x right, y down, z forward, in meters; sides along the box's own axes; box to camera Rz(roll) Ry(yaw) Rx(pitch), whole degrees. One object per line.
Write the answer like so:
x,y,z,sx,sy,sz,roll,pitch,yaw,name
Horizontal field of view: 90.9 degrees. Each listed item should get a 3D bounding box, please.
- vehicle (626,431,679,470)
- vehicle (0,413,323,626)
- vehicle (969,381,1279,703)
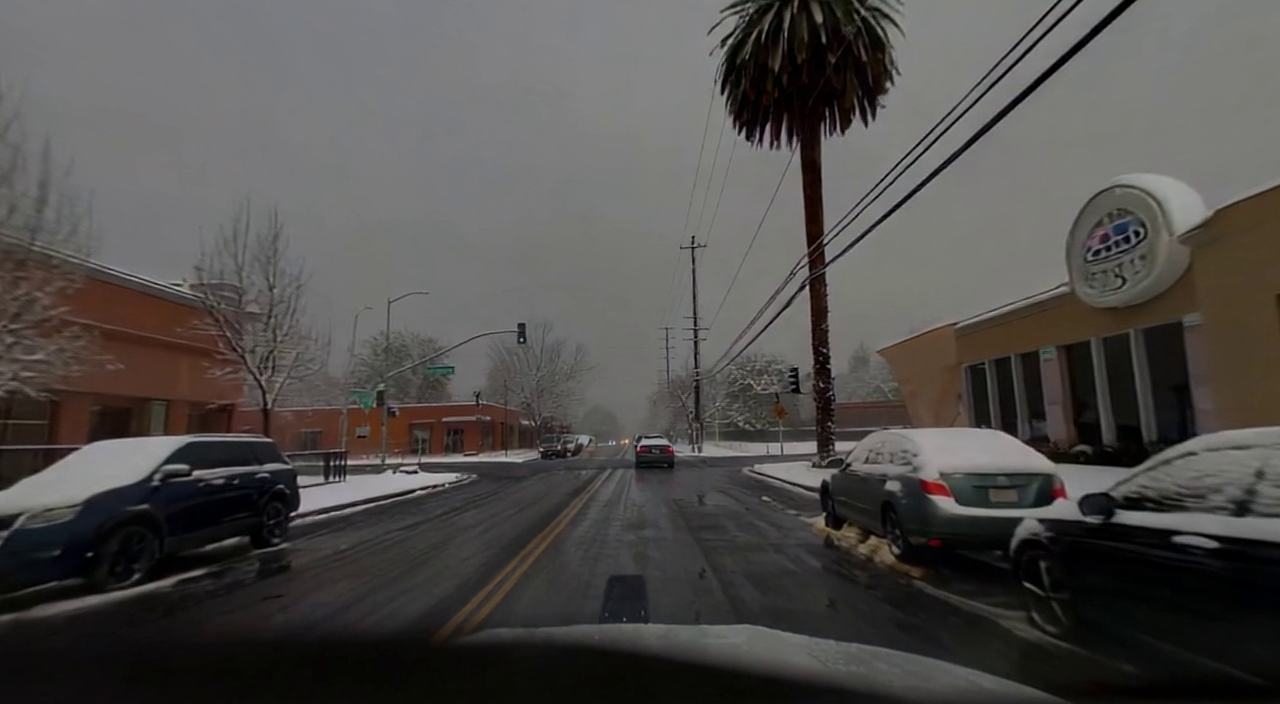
0.462,4.249,27.329,2.125,1.524,4.404,0,-8,-1,vehicle
-6.253,1.833,8.031,2.126,1.864,4.831,0,-8,-3,vehicle
3.695,1.009,3.217,1.915,1.591,4.087,0,-8,2,vehicle
